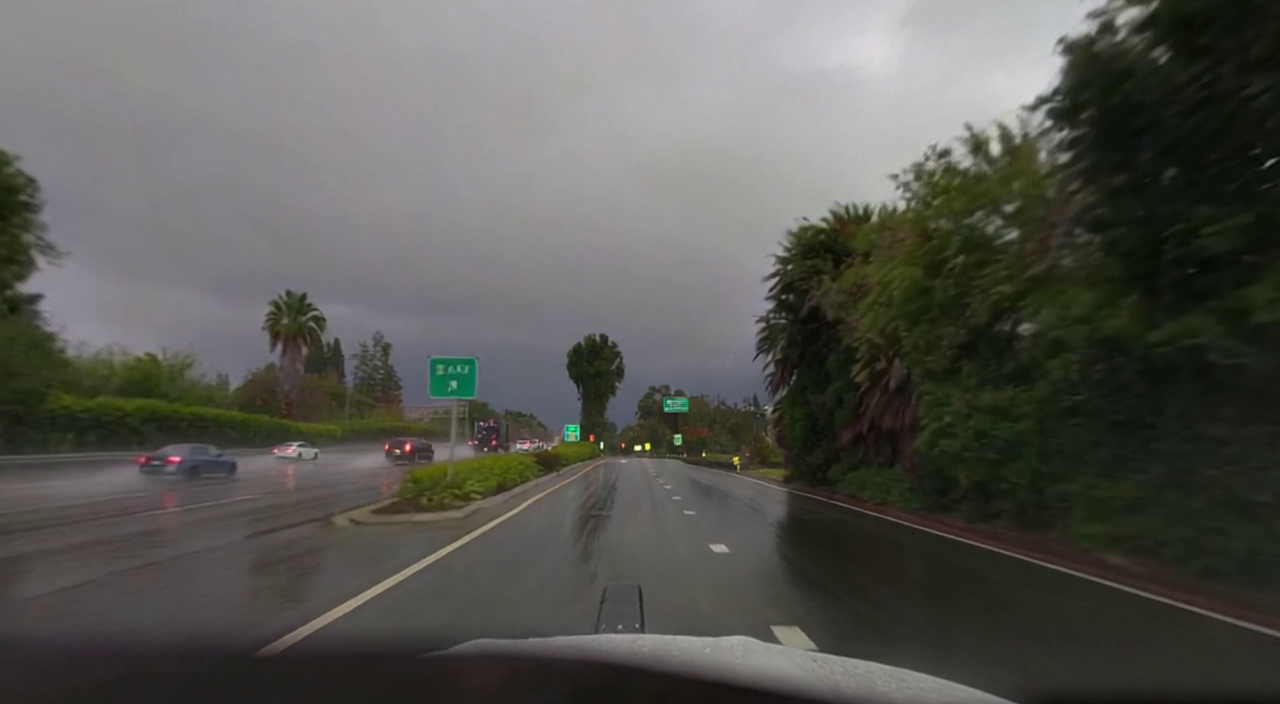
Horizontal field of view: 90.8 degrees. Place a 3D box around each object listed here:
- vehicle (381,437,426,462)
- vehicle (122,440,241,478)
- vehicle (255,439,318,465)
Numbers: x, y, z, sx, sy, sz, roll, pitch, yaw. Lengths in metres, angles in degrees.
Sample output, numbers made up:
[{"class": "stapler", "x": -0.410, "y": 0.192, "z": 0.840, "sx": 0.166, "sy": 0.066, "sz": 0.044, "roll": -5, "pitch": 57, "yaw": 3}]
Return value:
[{"class": "vehicle", "x": -16.961, "y": 6.997, "z": 45.510, "sx": 1.919, "sy": 1.658, "sz": 4.084, "roll": 0, "pitch": -8, "yaw": -4}, {"class": "vehicle", "x": -19.751, "y": 4.624, "z": 27.505, "sx": 1.933, "sy": 1.496, "sz": 4.516, "roll": 0, "pitch": -8, "yaw": -3}, {"class": "vehicle", "x": -24.424, "y": 6.931, "z": 43.865, "sx": 1.998, "sy": 1.648, "sz": 4.495, "roll": 0, "pitch": -8, "yaw": -4}]
